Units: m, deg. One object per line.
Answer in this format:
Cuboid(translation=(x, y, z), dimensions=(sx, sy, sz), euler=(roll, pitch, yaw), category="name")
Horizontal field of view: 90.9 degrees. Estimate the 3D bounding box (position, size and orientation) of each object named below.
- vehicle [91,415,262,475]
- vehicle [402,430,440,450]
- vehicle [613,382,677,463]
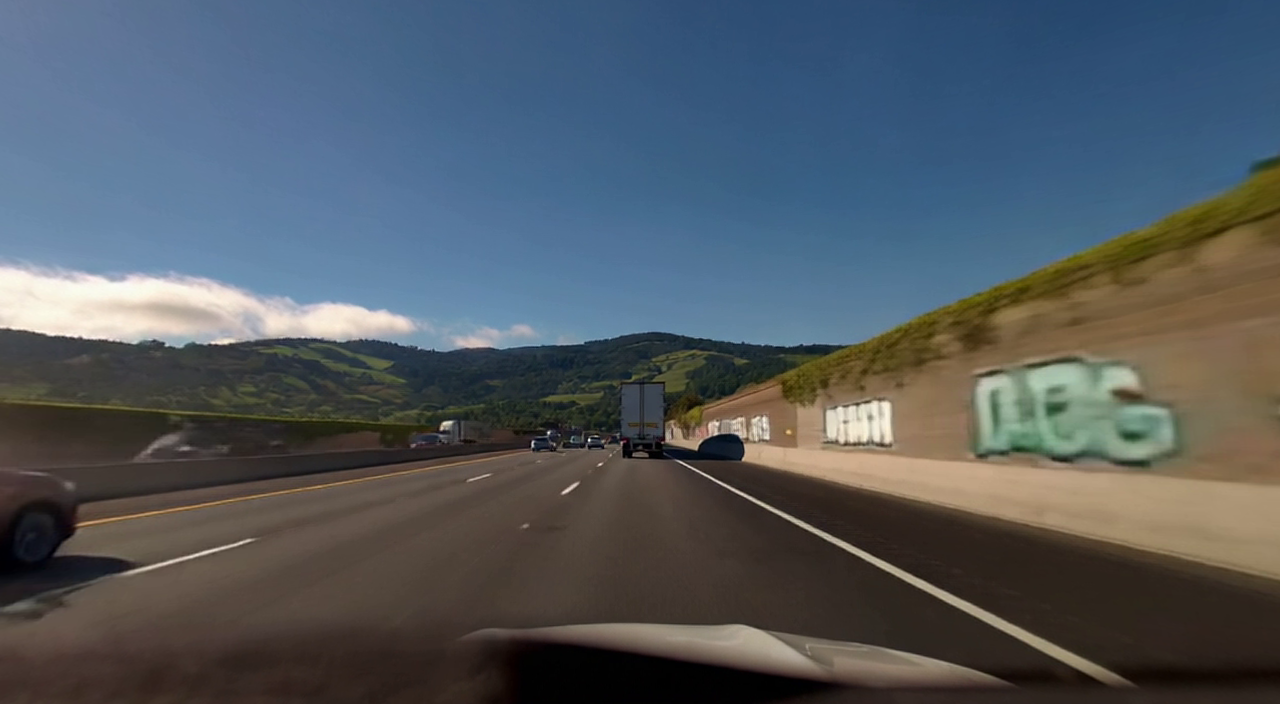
Cuboid(translation=(-14.969, 3.032, 20.790), dimensions=(2.030, 1.734, 4.748), euler=(0, -8, 0), category="vehicle")
Cuboid(translation=(-15.390, 6.192, 44.415), dimensions=(1.541, 1.359, 3.344), euler=(0, -8, -1), category="vehicle")
Cuboid(translation=(0.009, 3.994, 34.694), dimensions=(2.921, 3.765, 10.773), euler=(0, -8, -3), category="vehicle")
